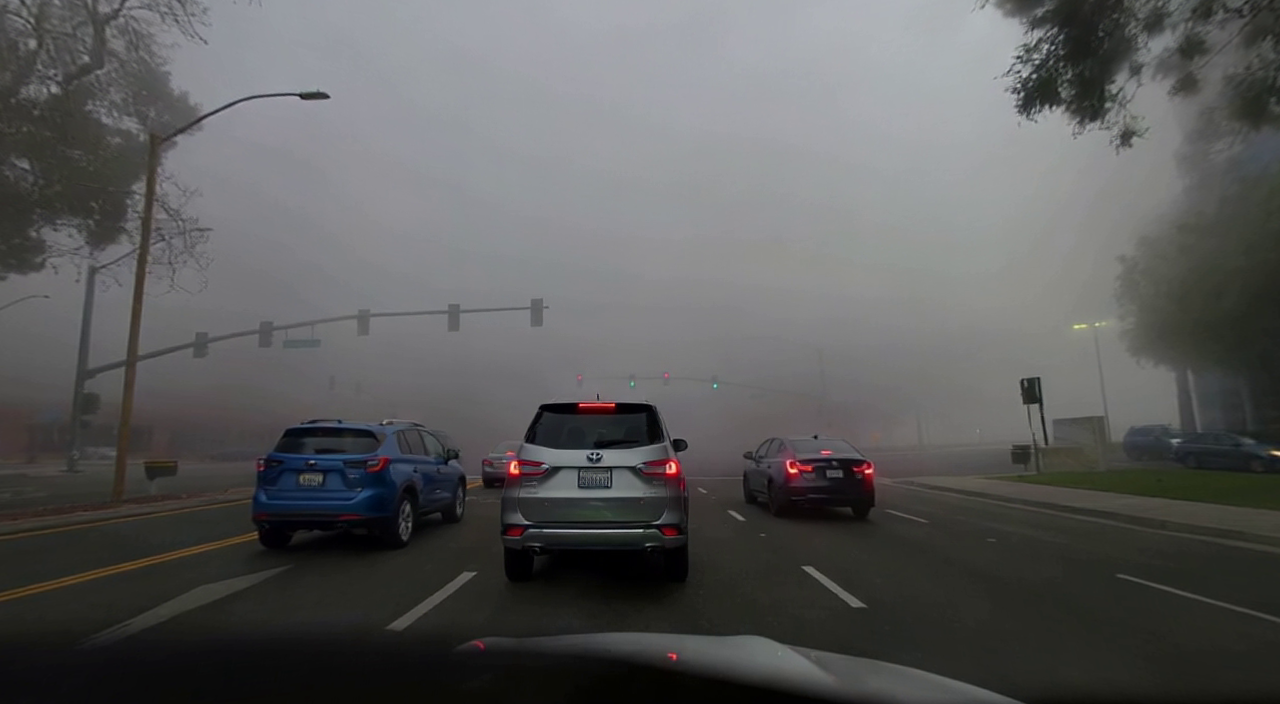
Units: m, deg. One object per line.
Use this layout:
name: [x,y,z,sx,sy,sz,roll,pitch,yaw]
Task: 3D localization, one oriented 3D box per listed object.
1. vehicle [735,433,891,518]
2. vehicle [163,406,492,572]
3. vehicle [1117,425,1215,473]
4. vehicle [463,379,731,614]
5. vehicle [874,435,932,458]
vehicle: [3.412,2.520,13.421,2.121,1.494,4.208,0,-8,0]
vehicle: [-3.712,1.723,8.734,2.160,1.666,4.583,0,-8,1]
vehicle: [19.248,3.524,22.998,4.215,1.578,1.892,7,-11,-40]
vehicle: [-0.336,1.436,7.121,2.064,1.817,4.298,0,-8,0]
vehicle: [20.013,7.194,47.914,4.361,1.653,2.034,6,-10,-36]
